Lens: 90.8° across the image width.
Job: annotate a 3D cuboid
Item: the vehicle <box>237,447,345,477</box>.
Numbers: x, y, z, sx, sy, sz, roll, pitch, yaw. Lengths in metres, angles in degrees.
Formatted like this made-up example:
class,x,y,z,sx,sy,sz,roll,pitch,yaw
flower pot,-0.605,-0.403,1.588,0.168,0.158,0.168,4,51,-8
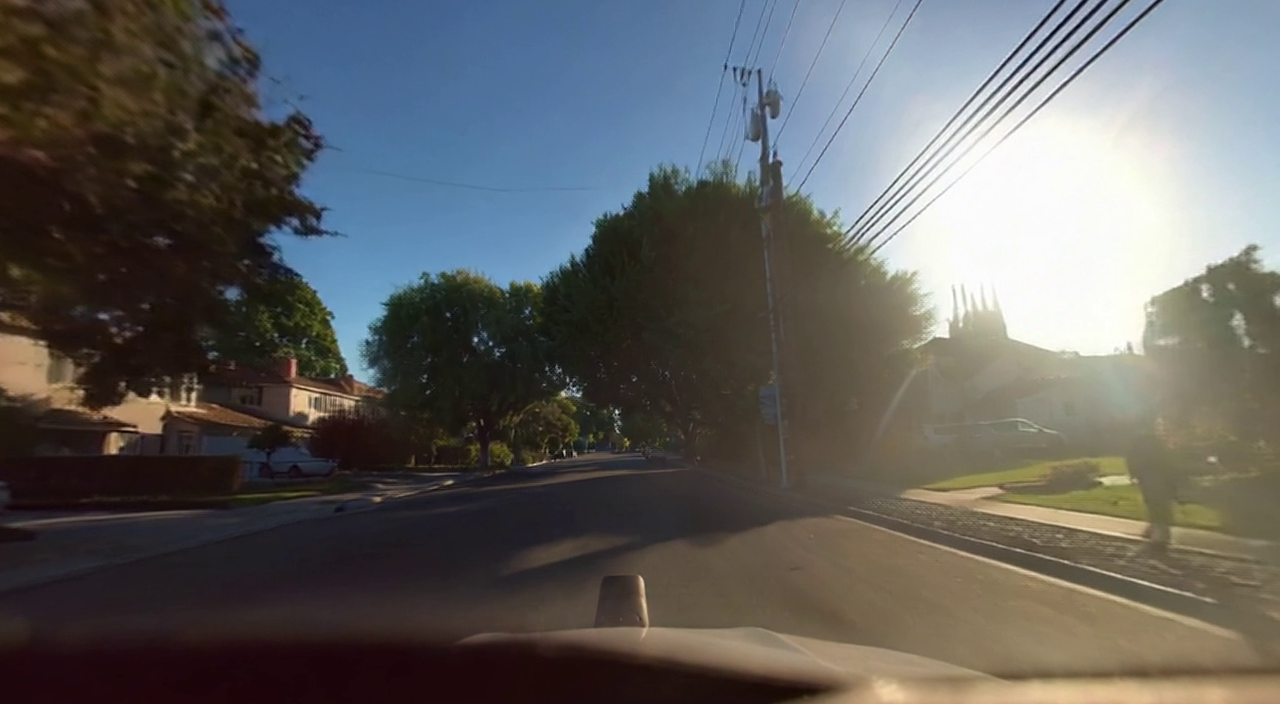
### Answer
class,x,y,z,sx,sy,sz,roll,pitch,yaw
vehicle,-18.079,5.691,32.883,4.519,1.426,1.903,8,-12,-43

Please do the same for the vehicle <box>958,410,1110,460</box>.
class,x,y,z,sx,sy,sz,roll,pitch,yaw
vehicle,15.113,3.216,24.421,4.562,1.832,1.987,0,-8,-3
